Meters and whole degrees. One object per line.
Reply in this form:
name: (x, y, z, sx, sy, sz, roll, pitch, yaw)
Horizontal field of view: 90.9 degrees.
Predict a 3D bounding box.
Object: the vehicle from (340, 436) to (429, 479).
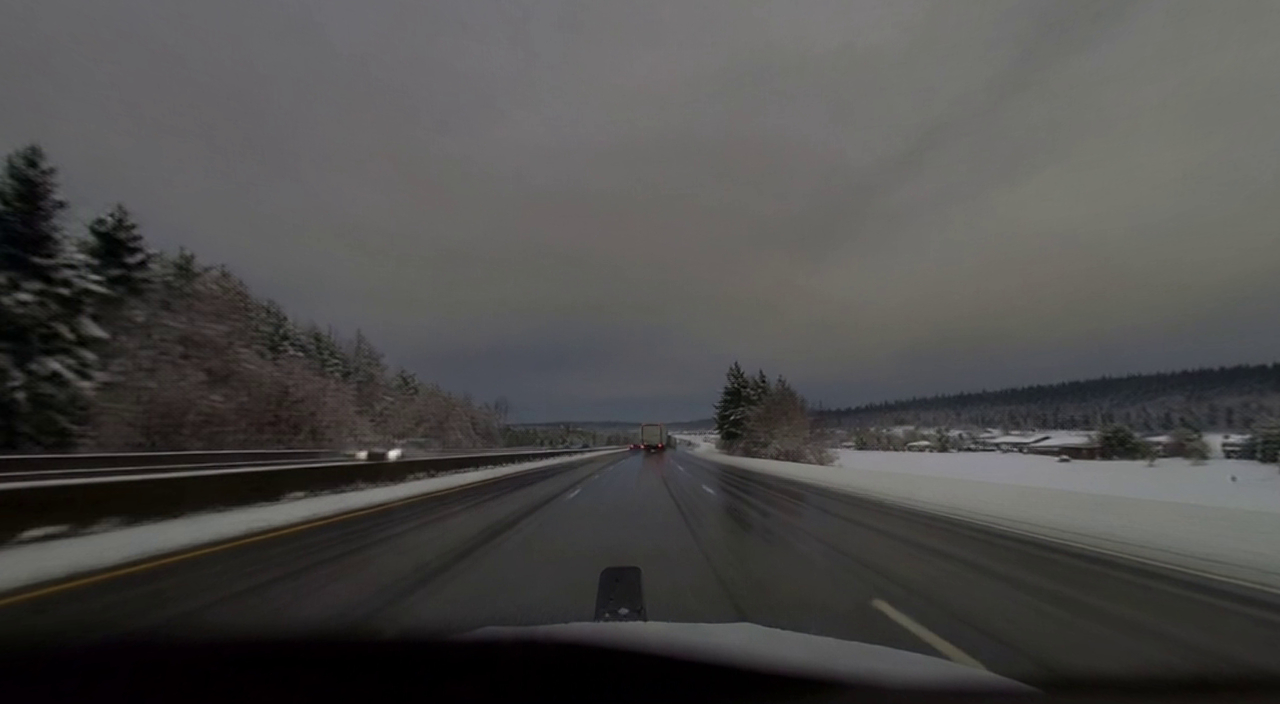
vehicle: (-11.843, 4.937, 29.680, 2.034, 1.856, 4.993, 0, -9, 1)
